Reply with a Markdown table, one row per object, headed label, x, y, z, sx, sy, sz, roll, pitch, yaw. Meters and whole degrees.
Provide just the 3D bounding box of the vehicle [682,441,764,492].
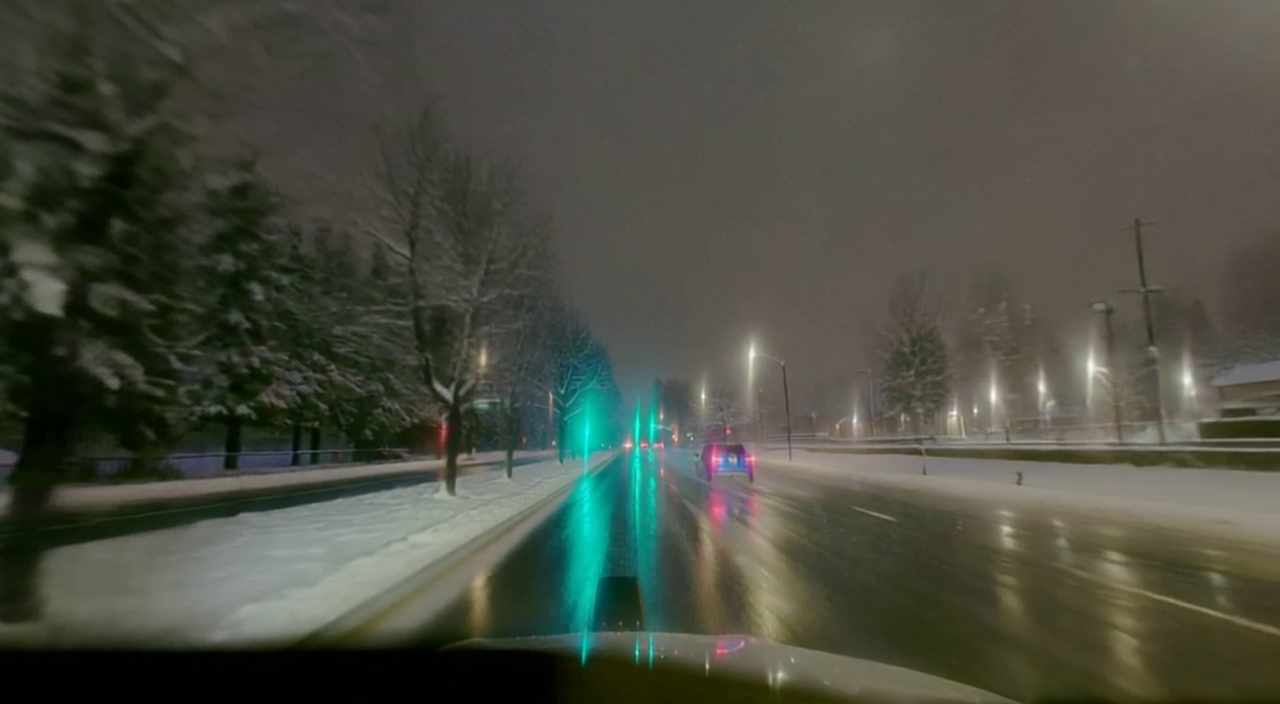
| label | x | y | z | sx | sy | sz | roll | pitch | yaw |
| --- | --- | --- | --- | --- | --- | --- | --- | --- | --- |
| vehicle | 2.624 | 3.738 | 21.013 | 2.056 | 1.483 | 4.091 | 0 | -8 | -1 |
